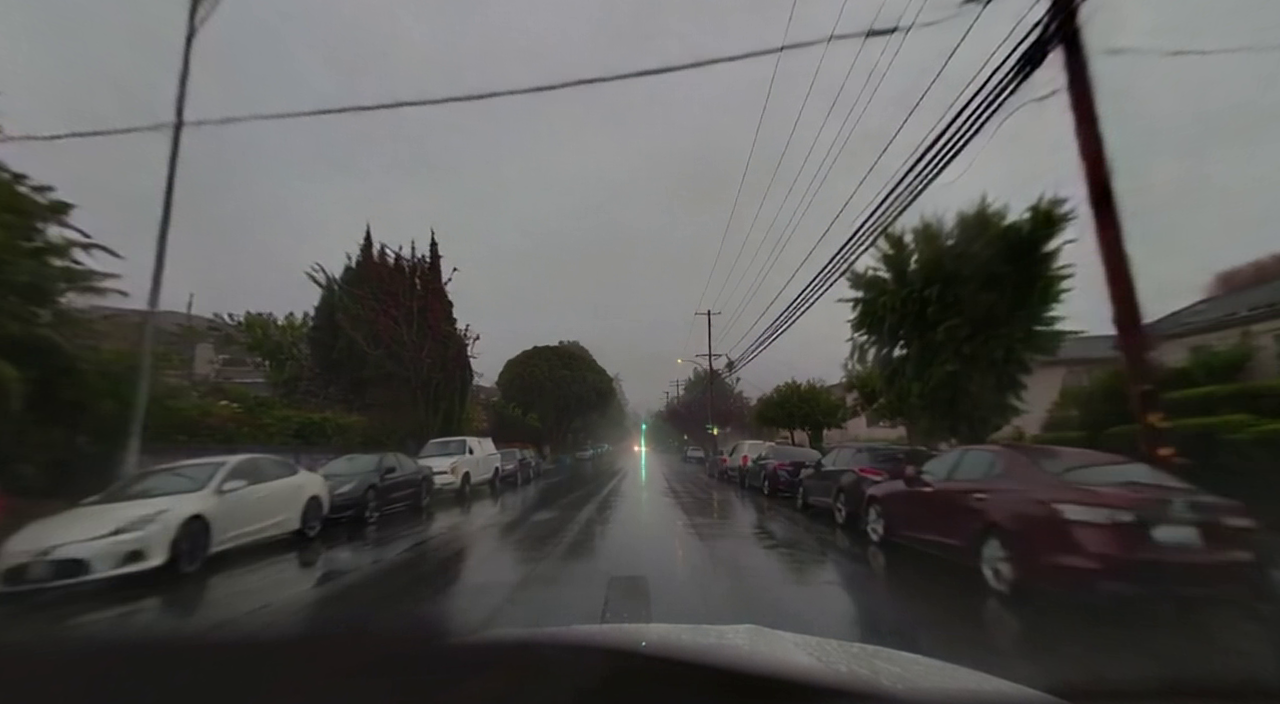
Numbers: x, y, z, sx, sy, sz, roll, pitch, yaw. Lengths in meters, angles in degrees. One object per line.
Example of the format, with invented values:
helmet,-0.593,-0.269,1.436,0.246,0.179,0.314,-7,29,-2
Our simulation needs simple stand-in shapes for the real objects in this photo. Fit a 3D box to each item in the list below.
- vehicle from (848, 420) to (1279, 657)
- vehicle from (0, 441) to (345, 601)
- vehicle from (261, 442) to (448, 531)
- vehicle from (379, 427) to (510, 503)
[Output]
vehicle,3.859,1.578,6.525,1.873,1.546,4.599,0,-9,1
vehicle,-5.780,1.915,8.195,1.752,1.494,4.274,0,-8,1
vehicle,-5.633,2.656,13.133,1.790,1.496,4.234,1,-8,2
vehicle,-5.600,3.287,18.916,2.052,1.916,5.084,0,-8,3
